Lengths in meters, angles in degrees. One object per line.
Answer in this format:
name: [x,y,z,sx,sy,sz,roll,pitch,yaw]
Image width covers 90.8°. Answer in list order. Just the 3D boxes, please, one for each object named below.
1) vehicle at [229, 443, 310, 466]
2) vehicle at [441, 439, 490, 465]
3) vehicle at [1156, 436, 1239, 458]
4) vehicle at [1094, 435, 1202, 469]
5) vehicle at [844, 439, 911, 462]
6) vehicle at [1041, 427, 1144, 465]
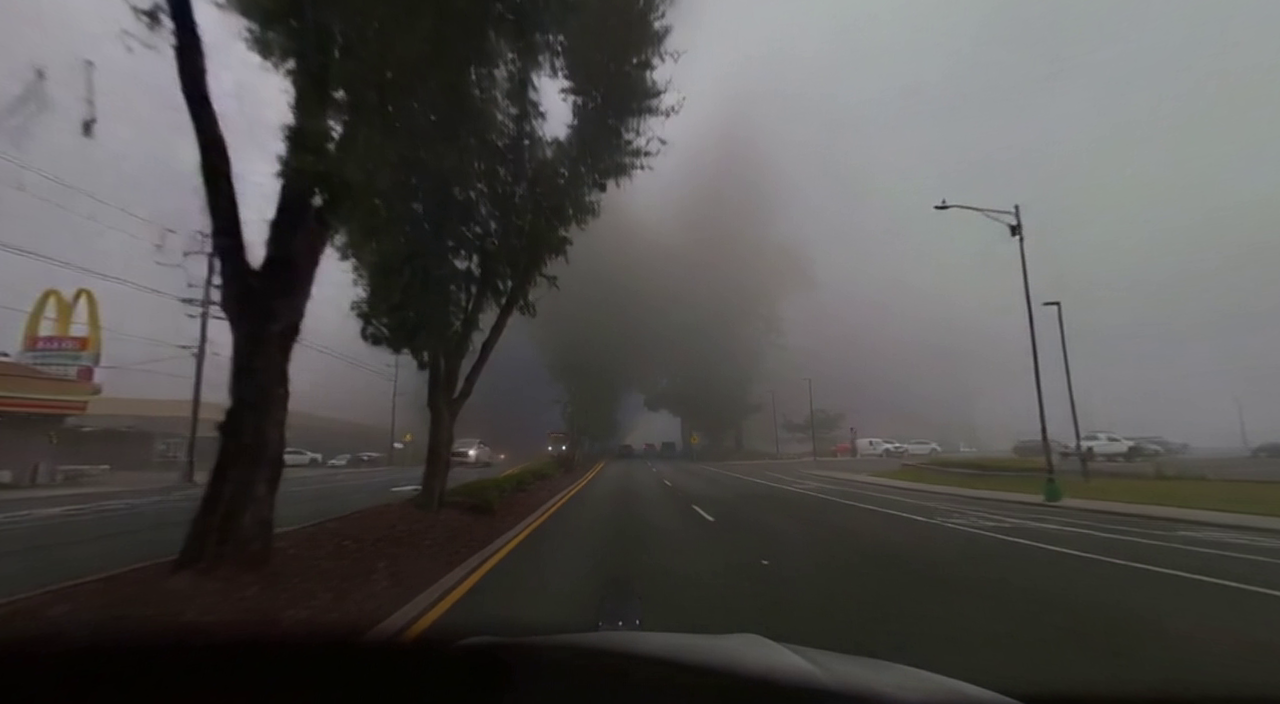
vehicle: [-28.899,8.022,49.433,4.886,1.698,2.224,0,-9,-3]
vehicle: [-12.944,7.481,47.300,2.057,1.795,5.300,0,-9,1]
vehicle: [40.393,6.921,45.945,1.986,1.538,4.484,0,-8,2]
vehicle: [27.283,5.359,34.157,2.066,1.655,4.485,-2,-8,1]
vehicle: [17.700,7.366,47.184,4.264,1.428,1.822,-3,-10,4]
vehicle: [24.556,5.158,34.550,2.136,1.872,4.695,-1,-9,2]
